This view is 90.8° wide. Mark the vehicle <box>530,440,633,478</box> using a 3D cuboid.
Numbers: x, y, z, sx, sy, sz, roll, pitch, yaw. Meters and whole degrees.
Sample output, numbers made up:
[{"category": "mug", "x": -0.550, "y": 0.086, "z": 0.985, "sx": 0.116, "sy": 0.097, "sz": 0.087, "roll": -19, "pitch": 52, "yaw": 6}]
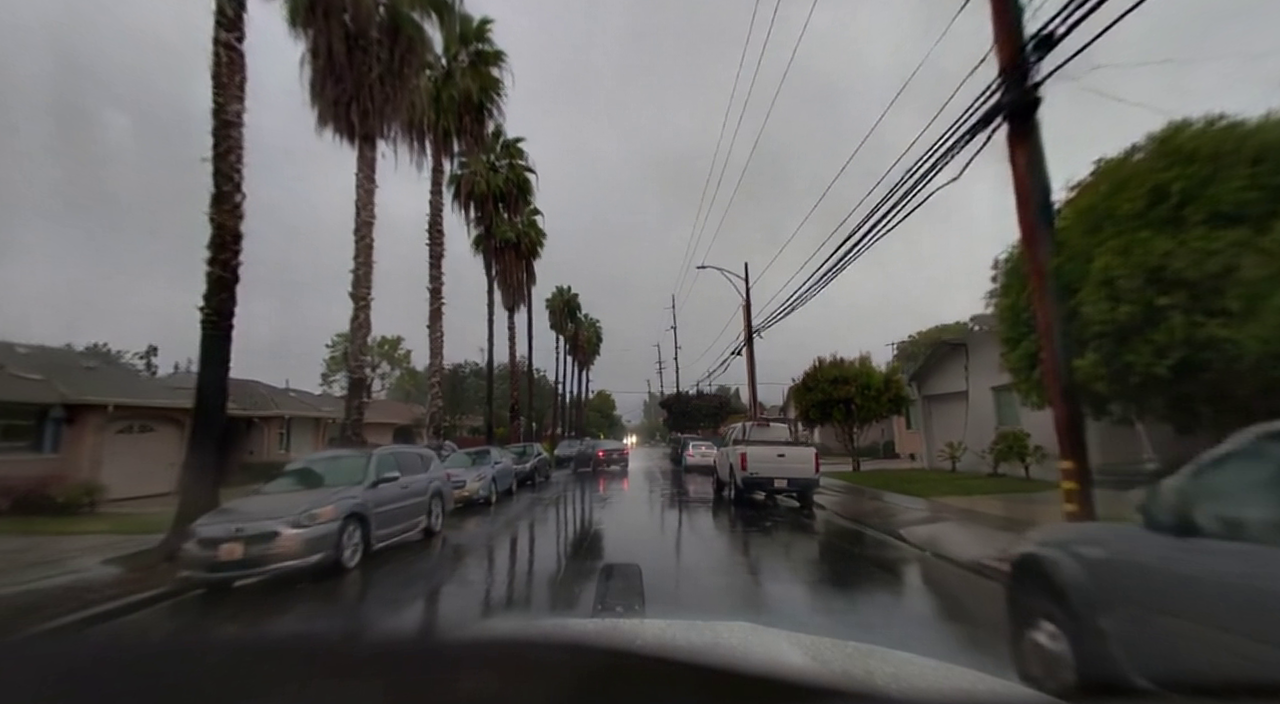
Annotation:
[{"category": "vehicle", "x": -2.602, "y": 4.558, "z": 27.174, "sx": 2.081, "sy": 1.483, "sz": 4.599, "roll": 7, "pitch": -11, "yaw": -40}]

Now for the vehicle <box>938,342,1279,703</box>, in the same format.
[{"category": "vehicle", "x": 2.887, "y": 0.738, "z": 1.534, "sx": 2.060, "sy": 1.614, "sz": 4.652, "roll": 0, "pitch": -8, "yaw": 0}]

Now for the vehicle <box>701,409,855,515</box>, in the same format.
[{"category": "vehicle", "x": 2.881, "y": 2.475, "z": 14.682, "sx": 2.292, "sy": 1.981, "sz": 5.277, "roll": 0, "pitch": -8, "yaw": -1}]

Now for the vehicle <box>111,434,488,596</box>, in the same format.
[{"category": "vehicle", "x": -3.974, "y": 1.985, "z": 8.877, "sx": 2.130, "sy": 1.543, "sz": 5.386, "roll": -1, "pitch": -8, "yaw": 3}]
